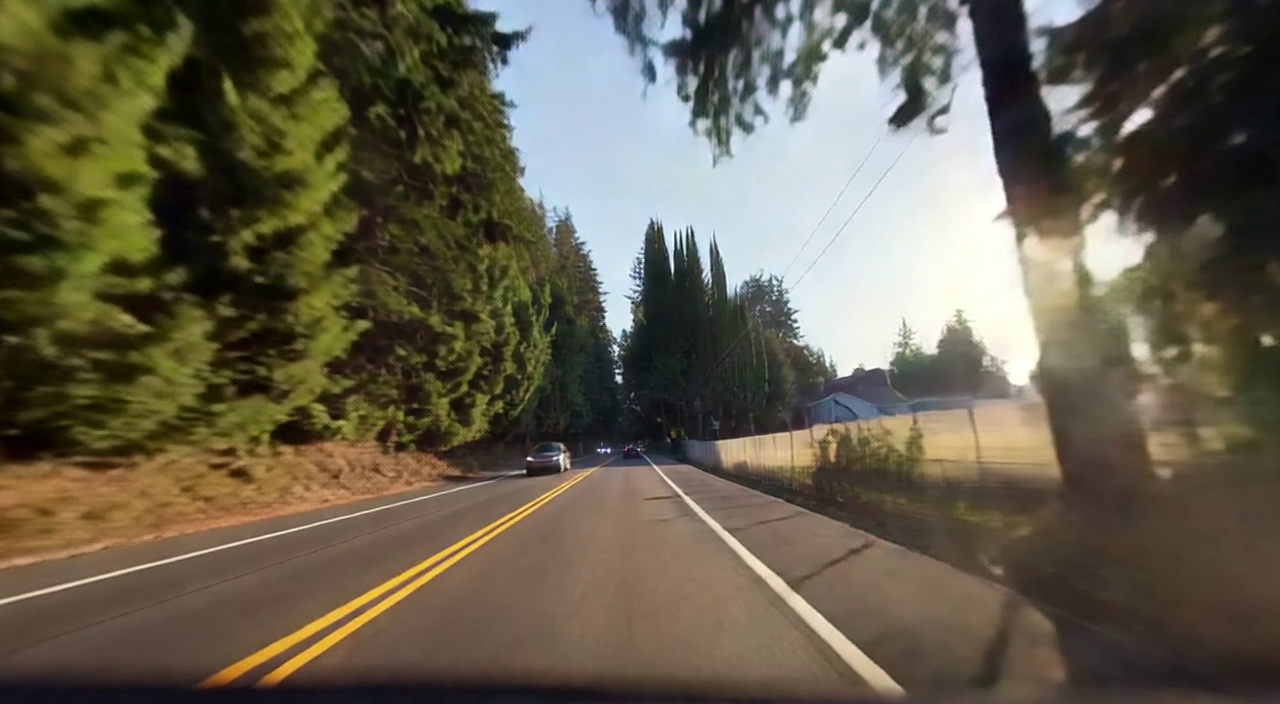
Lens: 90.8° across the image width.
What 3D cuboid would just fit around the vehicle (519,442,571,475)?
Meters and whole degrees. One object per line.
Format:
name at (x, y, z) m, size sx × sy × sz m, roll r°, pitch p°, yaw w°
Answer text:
vehicle at (-5.070, 5.754, 34.443) m, size 2.129 × 1.664 × 4.528 m, roll 0°, pitch -8°, yaw 0°
